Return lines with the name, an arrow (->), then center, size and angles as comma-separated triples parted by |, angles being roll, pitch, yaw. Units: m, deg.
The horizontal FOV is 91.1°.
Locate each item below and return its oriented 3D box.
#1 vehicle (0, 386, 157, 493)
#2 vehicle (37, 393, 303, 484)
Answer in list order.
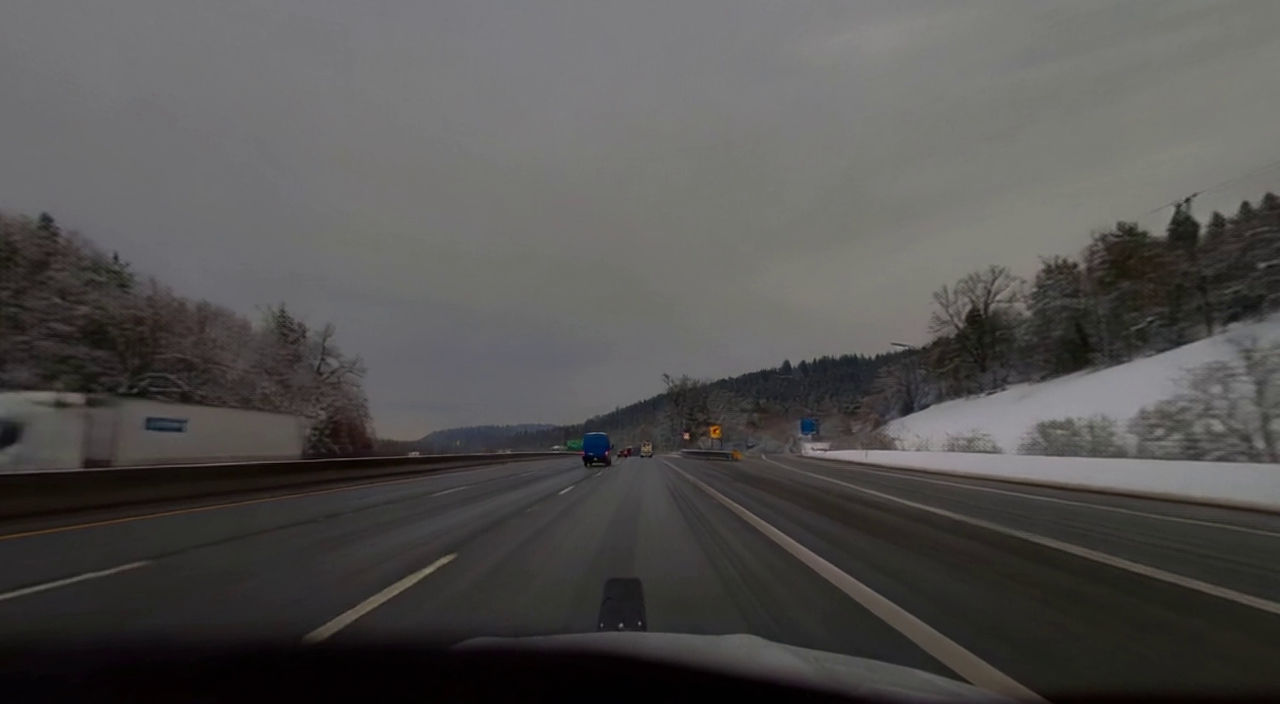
vehicle -> -26.078, 3.829, 27.298 | 3.058, 4.063, 8.617 | 0, -8, 1
vehicle -> -26.126, 5.200, 37.333 | 2.883, 4.138, 16.730 | 0, -8, 0
